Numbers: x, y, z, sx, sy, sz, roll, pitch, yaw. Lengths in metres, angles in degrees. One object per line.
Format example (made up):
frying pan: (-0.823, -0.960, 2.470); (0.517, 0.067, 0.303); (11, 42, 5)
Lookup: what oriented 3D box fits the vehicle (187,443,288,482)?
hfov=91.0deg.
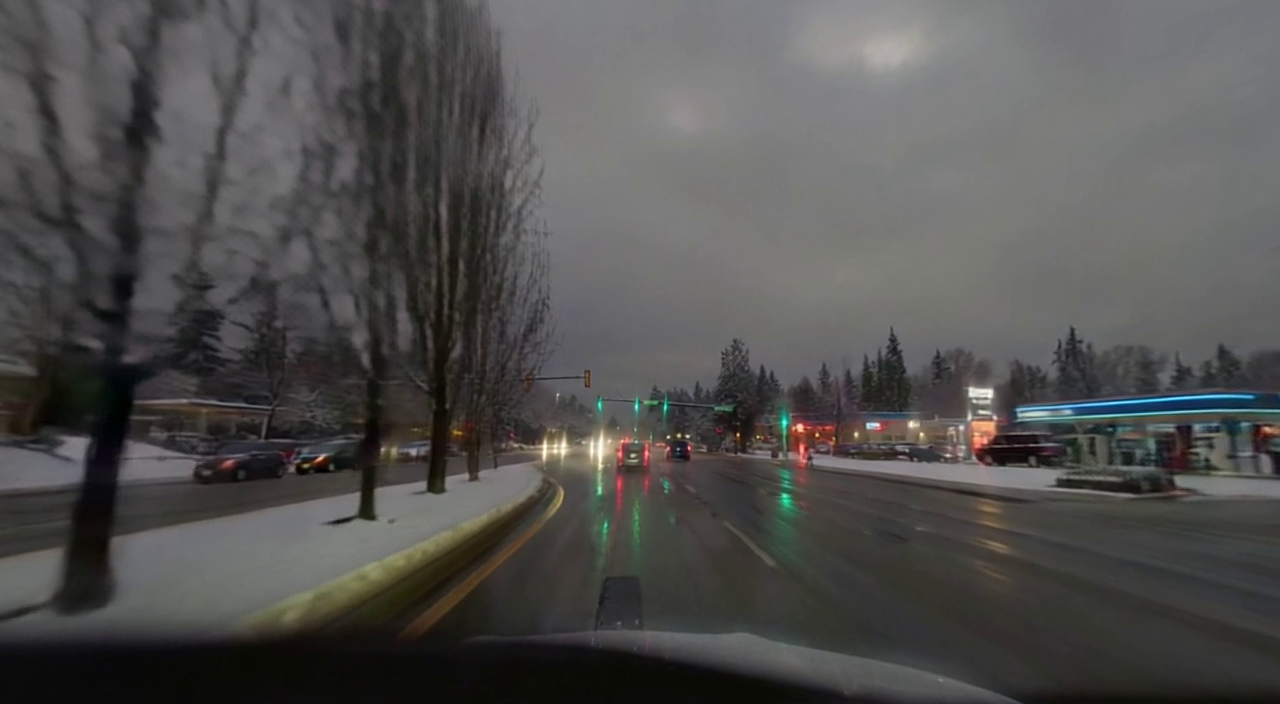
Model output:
vehicle: (-19.163, 5.265, 30.220); (1.967, 1.680, 4.396); (-1, -9, -1)

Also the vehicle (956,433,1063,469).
vehicle: (20.437, 5.544, 35.255); (2.254, 1.804, 5.953); (-1, -9, -1)

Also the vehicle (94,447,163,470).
vehicle: (-37.402, 7.774, 46.105); (1.792, 1.596, 3.794); (0, -9, 0)

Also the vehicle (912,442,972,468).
vehicle: (20.270, 6.904, 42.432); (1.950, 1.519, 4.860); (-4, -9, 5)

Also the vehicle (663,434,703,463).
vehicle: (3.348, 7.663, 49.994); (2.731, 2.101, 6.047); (0, -8, 0)

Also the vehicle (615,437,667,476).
vehicle: (0.025, 4.592, 27.888); (2.145, 1.572, 4.021); (0, -8, -1)

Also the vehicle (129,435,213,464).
vehicle: (-34.583, 7.216, 46.605); (2.255, 1.981, 5.020); (0, -9, 1)

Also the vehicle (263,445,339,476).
vehicle: (-19.143, 6.117, 35.752); (1.920, 1.638, 4.299); (0, -8, 0)
